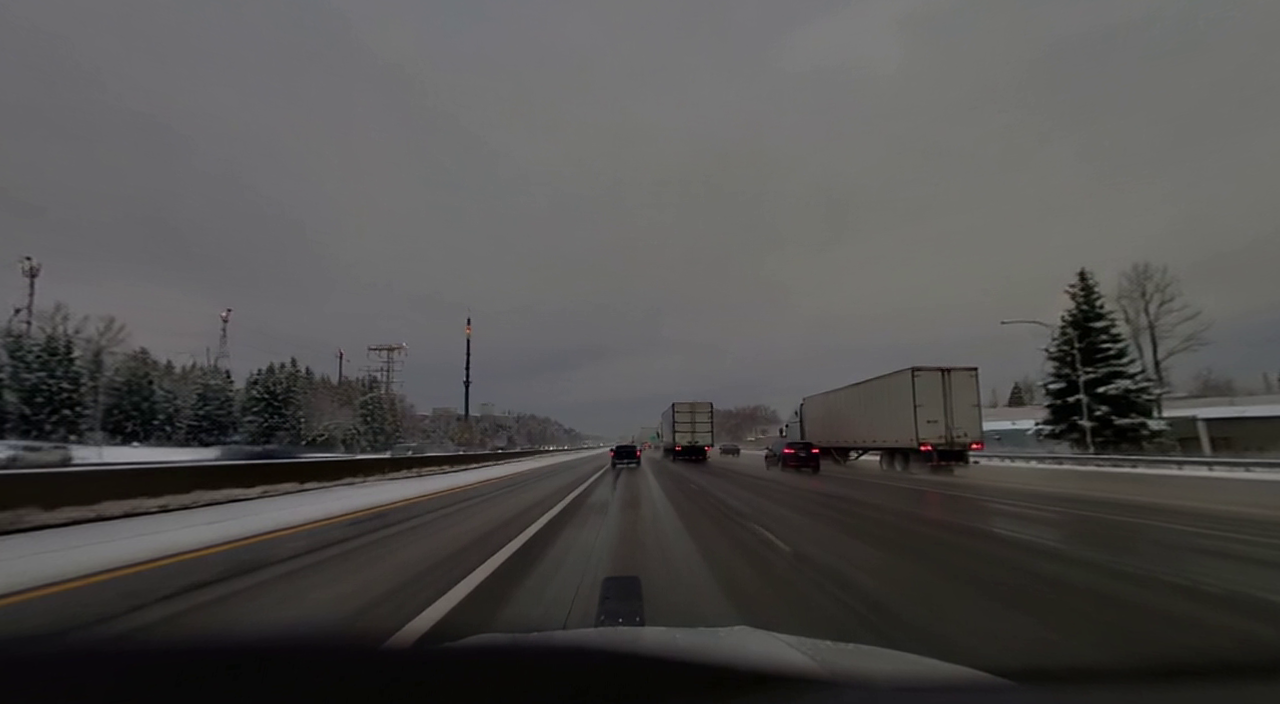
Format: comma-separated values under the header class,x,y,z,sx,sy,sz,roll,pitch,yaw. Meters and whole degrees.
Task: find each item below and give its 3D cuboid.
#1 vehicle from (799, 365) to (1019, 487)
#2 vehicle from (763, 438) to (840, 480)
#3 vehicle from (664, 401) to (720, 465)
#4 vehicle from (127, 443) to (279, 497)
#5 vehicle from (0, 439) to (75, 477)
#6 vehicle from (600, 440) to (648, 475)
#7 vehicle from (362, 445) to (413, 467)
class,x,y,z,sx,sy,sz,roll,pitch,yaw
vehicle,11.304,3.804,30.124,2.898,4.171,17.188,0,-9,0
vehicle,6.956,4.654,27.738,2.154,1.658,4.347,0,-9,-1
vehicle,3.547,6.024,46.041,2.999,4.127,10.526,0,-9,-1
vehicle,-12.849,3.471,18.898,1.840,1.413,3.738,0,-9,0
vehicle,-42.348,7.259,43.345,2.194,2.394,5.779,1,-9,-7
vehicle,-0.756,5.104,30.732,2.163,1.551,4.180,0,-9,-1
vehicle,-16.705,6.883,42.004,1.429,1.331,4.546,0,-9,0
